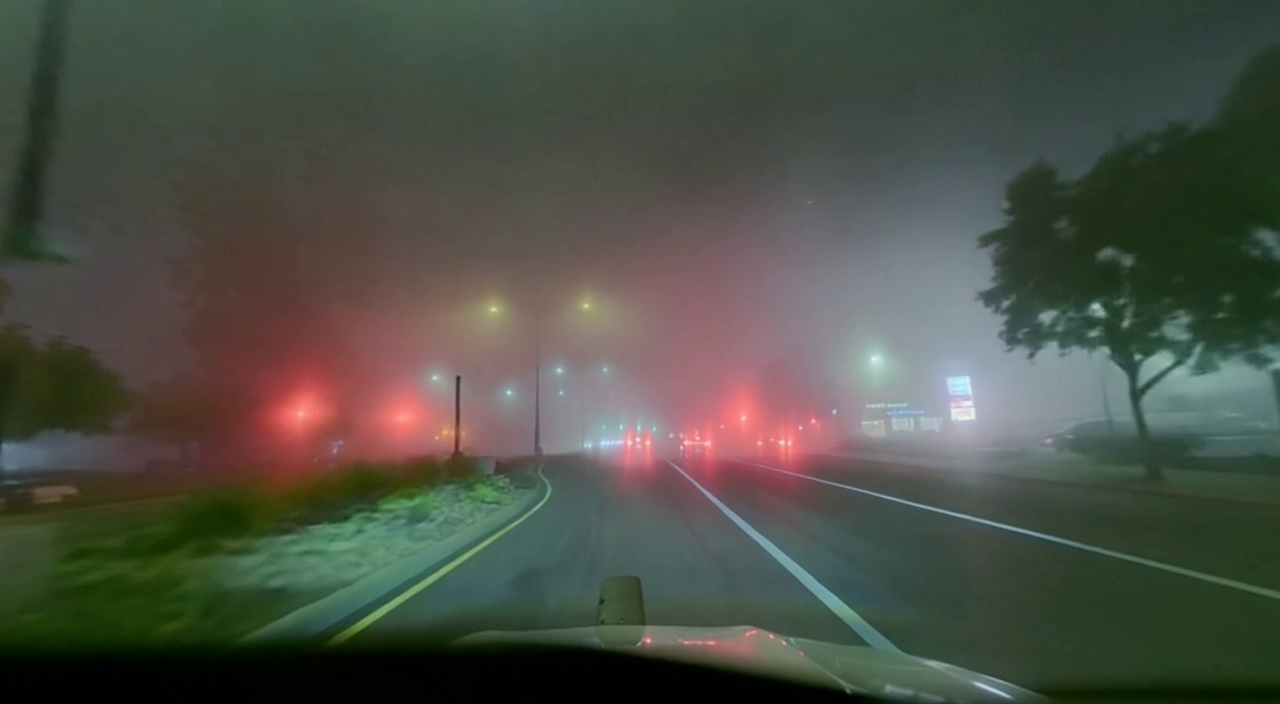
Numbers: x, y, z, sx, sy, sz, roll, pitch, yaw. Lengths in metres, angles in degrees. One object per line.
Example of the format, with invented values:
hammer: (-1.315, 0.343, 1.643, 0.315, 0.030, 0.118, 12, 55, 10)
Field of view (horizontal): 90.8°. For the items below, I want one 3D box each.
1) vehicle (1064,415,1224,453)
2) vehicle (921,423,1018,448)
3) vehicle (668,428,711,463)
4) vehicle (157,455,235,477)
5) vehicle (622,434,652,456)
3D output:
vehicle: (20.093, 3.299, 25.353, 4.619, 1.447, 2.054, 0, -8, 1)
vehicle: (20.393, 5.204, 39.236, 4.813, 1.483, 2.129, 0, -8, 0)
vehicle: (2.549, 4.950, 33.384, 2.100, 1.683, 4.231, -1, -8, 3)
vehicle: (-30.104, 7.720, 42.907, 4.040, 1.389, 1.664, 0, -8, -1)
vehicle: (-0.228, 6.745, 45.750, 2.110, 1.476, 4.294, 0, -8, 0)
